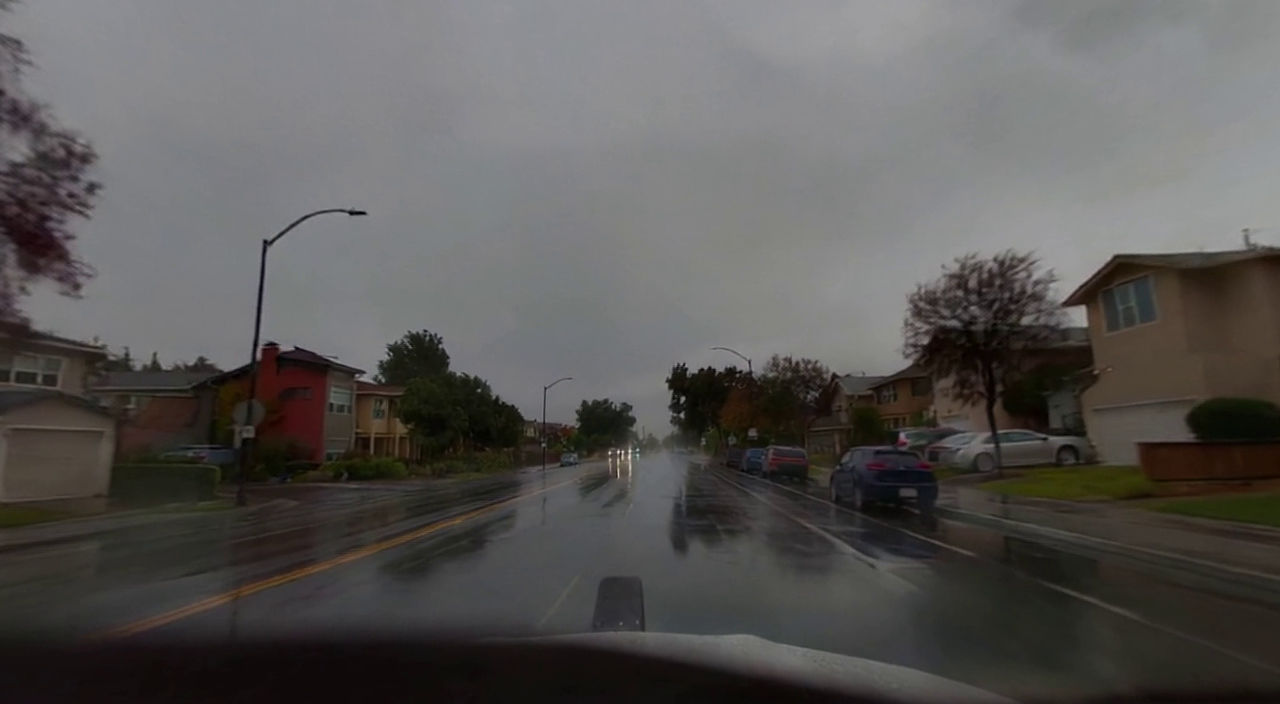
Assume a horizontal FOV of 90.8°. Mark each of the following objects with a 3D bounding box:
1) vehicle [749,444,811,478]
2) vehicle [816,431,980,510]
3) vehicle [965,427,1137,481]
[{"bbox_3d":[6.693,5.229,30.674,1.938,1.464,4.390,-1,-8,-1],"label":"vehicle"},{"bbox_3d":[5.888,2.809,15.242,1.971,1.558,4.895,-1,-9,1],"label":"vehicle"},{"bbox_3d":[14.118,3.531,21.999,4.319,1.760,2.300,-1,-8,4],"label":"vehicle"}]
